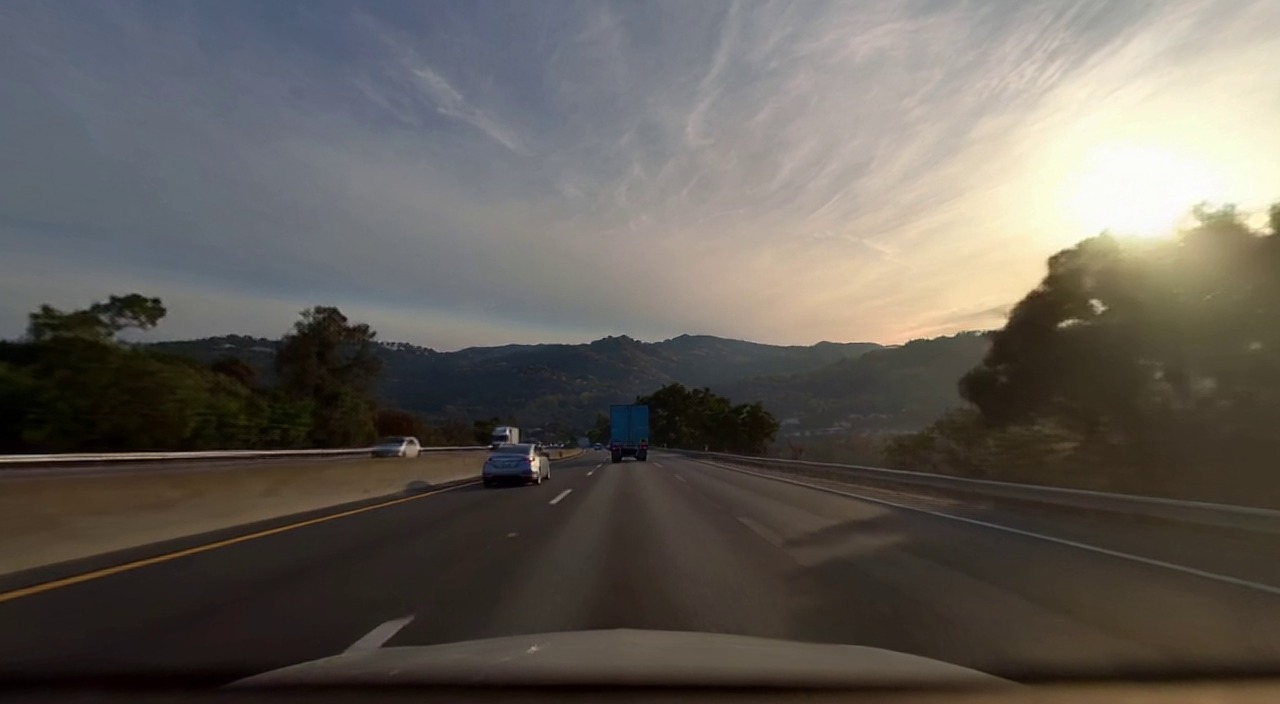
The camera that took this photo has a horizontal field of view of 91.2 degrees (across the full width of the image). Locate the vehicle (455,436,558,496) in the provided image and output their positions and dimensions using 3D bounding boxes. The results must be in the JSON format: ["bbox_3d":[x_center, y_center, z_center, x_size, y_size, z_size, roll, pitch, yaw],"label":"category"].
[{"bbox_3d":[-3.744,3.298,18.448,2.057,1.519,4.372,0,-9,1],"label":"vehicle"}]

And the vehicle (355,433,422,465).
[{"bbox_3d":[-13.969,5.442,35.058,1.983,1.629,4.311,0,-9,0],"label":"vehicle"}]
